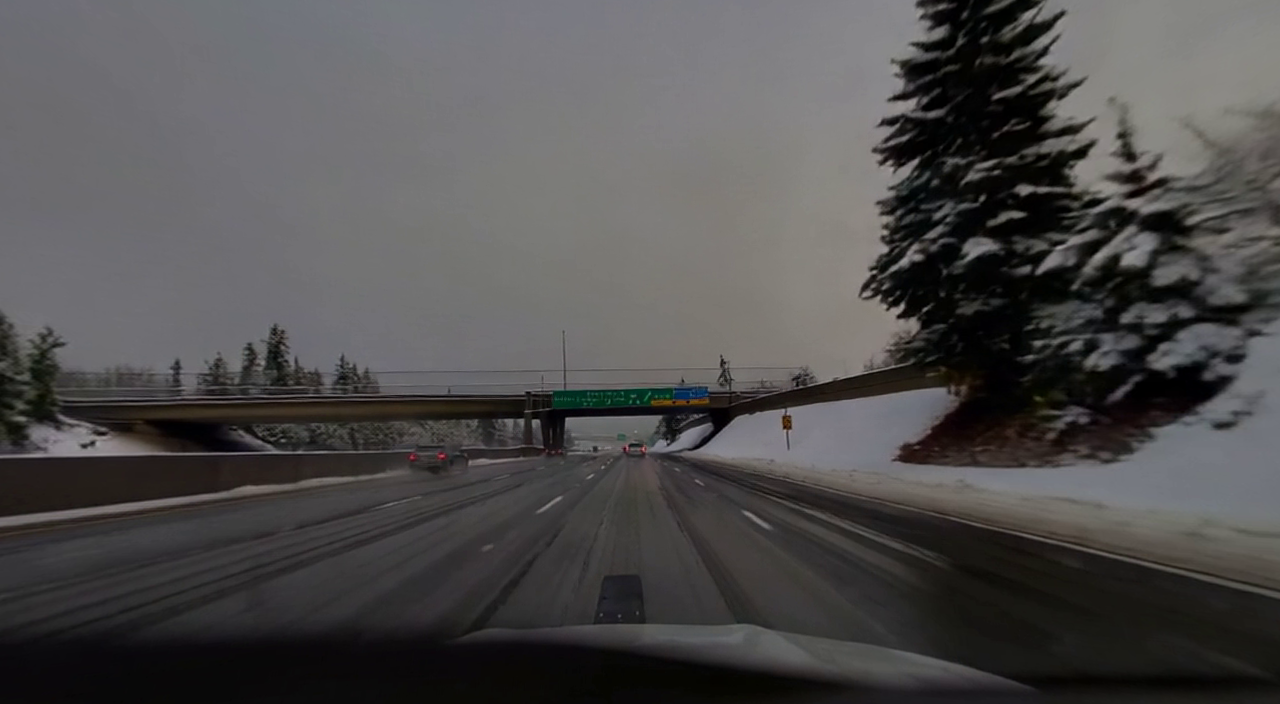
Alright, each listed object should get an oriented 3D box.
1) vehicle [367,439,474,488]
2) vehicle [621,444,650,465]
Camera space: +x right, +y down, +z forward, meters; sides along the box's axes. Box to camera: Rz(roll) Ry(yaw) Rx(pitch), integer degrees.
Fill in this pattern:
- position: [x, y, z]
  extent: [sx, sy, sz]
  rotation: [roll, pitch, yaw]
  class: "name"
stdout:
- position: [-7.364, 3.786, 21.801]
  extent: [1.994, 1.487, 4.605]
  rotation: [0, -8, 0]
  class: "vehicle"
- position: [-0.351, 7.524, 46.755]
  extent: [2.086, 1.472, 4.168]
  rotation: [0, -8, -1]
  class: "vehicle"
